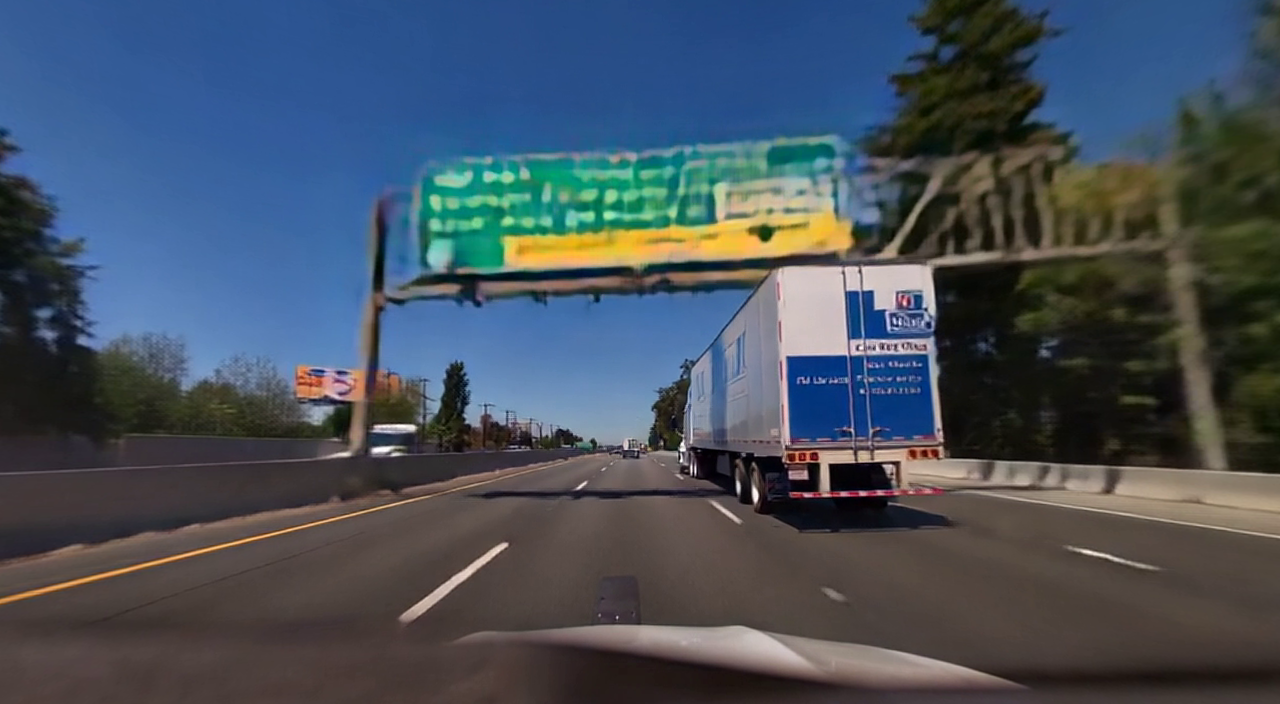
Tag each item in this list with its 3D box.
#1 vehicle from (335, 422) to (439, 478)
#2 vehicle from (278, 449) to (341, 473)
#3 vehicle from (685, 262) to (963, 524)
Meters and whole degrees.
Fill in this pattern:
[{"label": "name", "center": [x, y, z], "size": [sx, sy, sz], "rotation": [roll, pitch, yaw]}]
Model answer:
[{"label": "vehicle", "center": [-11.090, 4.357, 28.266], "size": [2.416, 2.253, 5.336], "rotation": [0, -9, 0]}, {"label": "vehicle", "center": [-23.061, 7.603, 44.284], "size": [1.932, 1.501, 4.598], "rotation": [0, -9, 1]}, {"label": "vehicle", "center": [3.627, 1.909, 19.075], "size": [2.891, 4.387, 17.121], "rotation": [0, -9, -1]}]
